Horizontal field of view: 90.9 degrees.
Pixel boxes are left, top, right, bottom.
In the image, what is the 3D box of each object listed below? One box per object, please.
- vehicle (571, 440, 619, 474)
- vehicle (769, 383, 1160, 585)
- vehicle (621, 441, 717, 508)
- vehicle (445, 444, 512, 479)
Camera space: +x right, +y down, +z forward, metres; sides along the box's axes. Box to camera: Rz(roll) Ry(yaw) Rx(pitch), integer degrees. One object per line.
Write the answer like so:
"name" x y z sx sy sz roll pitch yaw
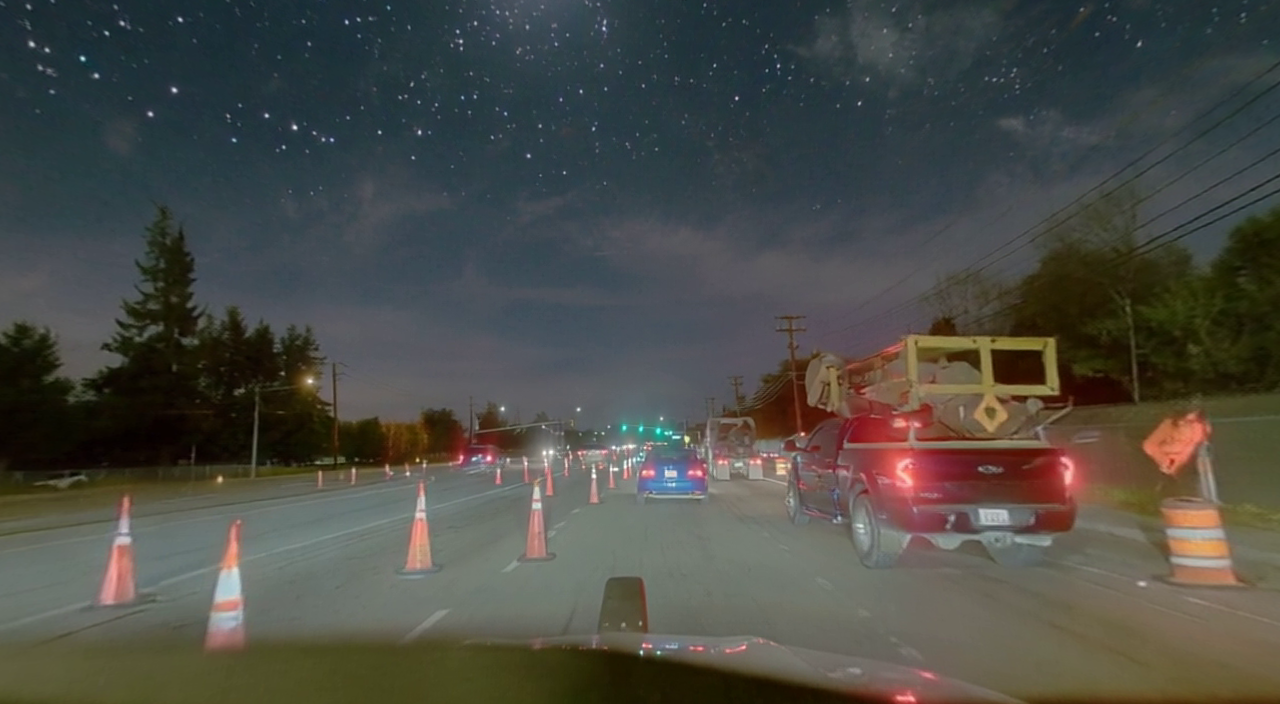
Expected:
"vehicle" -2.340 5.629 33.990 1.989 1.729 4.184 -1 -8 4
"vehicle" 3.882 1.776 9.483 2.555 2.017 6.201 0 -9 0
"vehicle" 0.673 3.038 16.167 2.128 1.473 4.272 0 -8 1
"vehicle" -7.574 5.182 30.152 2.018 1.490 4.926 0 -8 -1
